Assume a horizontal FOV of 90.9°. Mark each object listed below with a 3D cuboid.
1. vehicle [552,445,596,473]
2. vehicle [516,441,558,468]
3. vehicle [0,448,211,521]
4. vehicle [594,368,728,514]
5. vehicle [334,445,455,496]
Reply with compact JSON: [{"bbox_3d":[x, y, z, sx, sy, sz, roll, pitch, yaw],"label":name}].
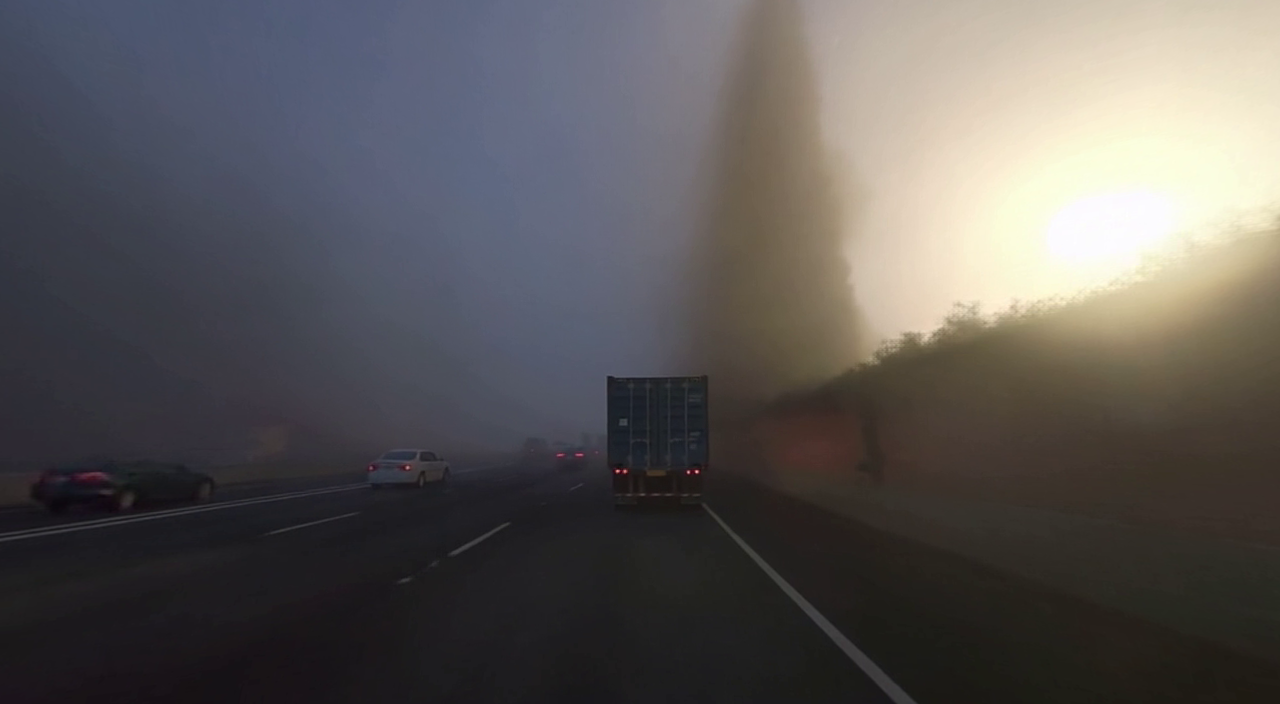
[{"bbox_3d":[-3.681,6.068,36.036,1.974,1.475,4.538,0,-8,1],"label":"vehicle"},{"bbox_3d":[-7.462,7.458,46.061,2.164,1.874,5.004,0,-8,1],"label":"vehicle"},{"bbox_3d":[-12.981,3.080,15.299,1.908,1.473,4.552,0,-8,0],"label":"vehicle"},{"bbox_3d":[0.434,2.476,17.533,2.798,3.071,8.412,0,-8,0],"label":"vehicle"},{"bbox_3d":[-7.857,3.812,20.734,2.006,1.458,4.700,0,-8,1],"label":"vehicle"}]
